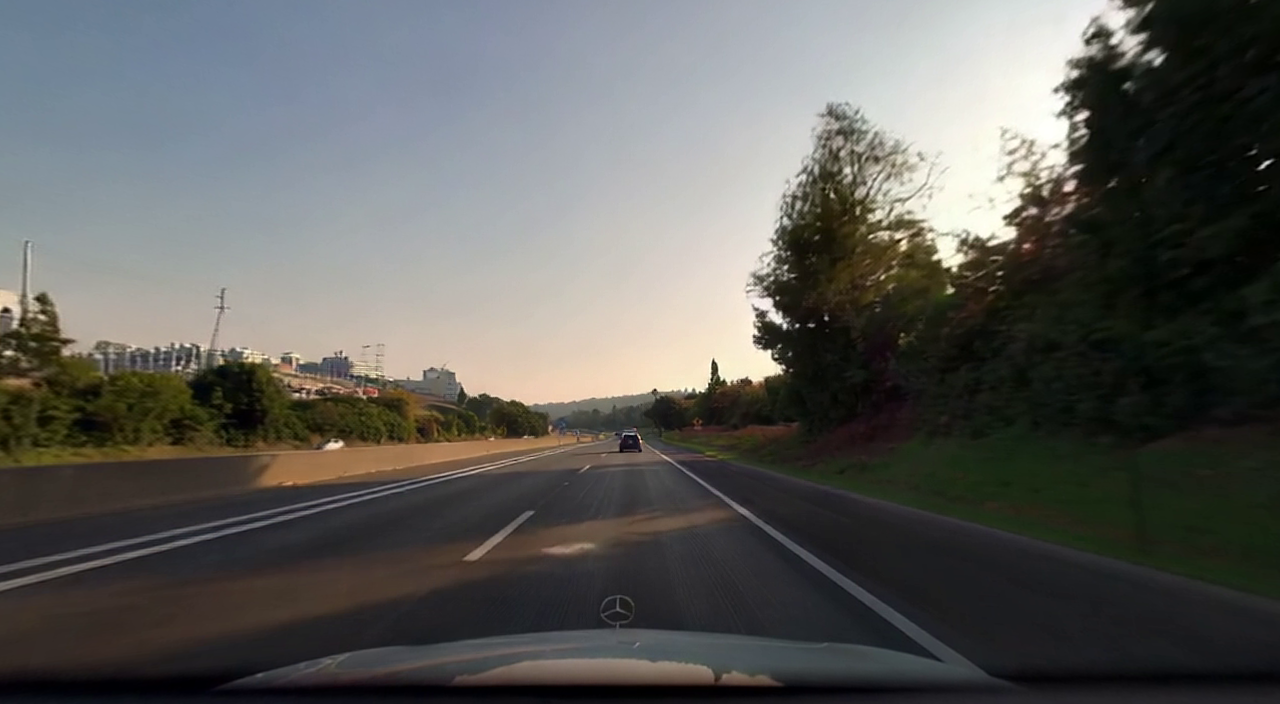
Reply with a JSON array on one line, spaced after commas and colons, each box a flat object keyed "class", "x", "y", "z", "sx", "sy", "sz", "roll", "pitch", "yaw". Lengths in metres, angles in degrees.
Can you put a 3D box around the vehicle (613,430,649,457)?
[{"class": "vehicle", "x": -0.587, "y": 5.737, "z": 39.634, "sx": 2.151, "sy": 1.618, "sz": 3.898, "roll": 0, "pitch": -8, "yaw": -2}]
